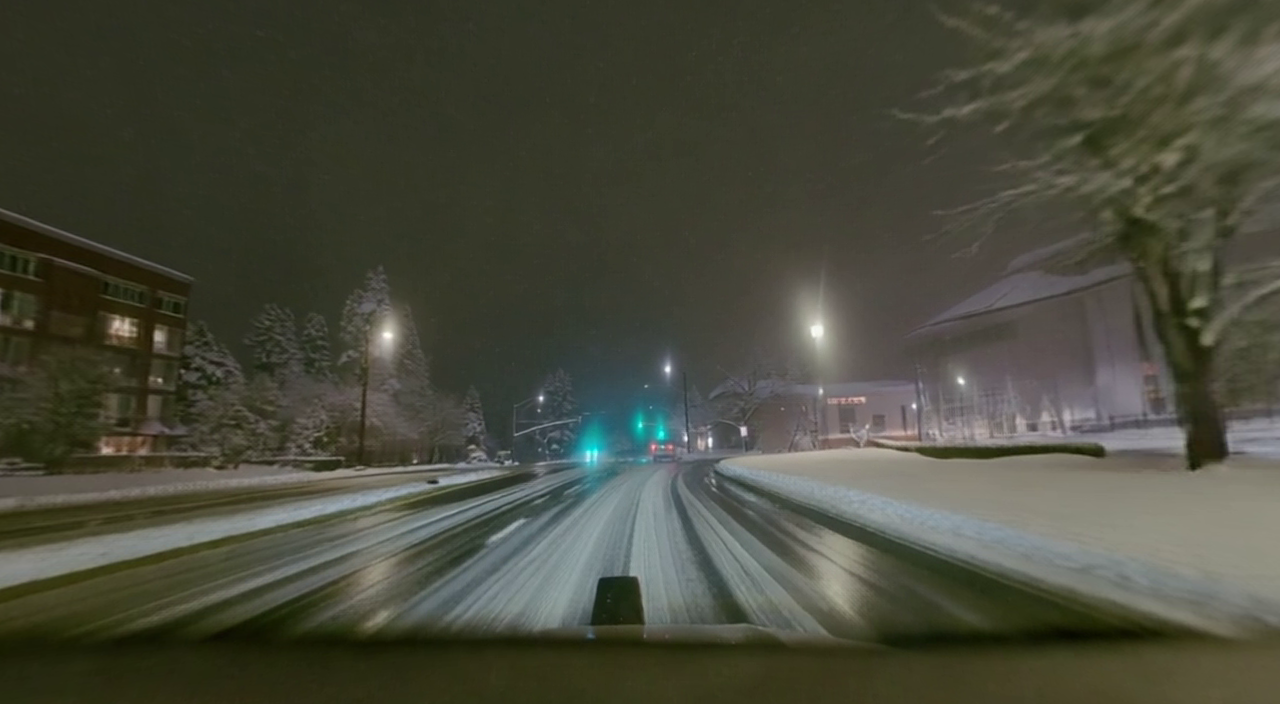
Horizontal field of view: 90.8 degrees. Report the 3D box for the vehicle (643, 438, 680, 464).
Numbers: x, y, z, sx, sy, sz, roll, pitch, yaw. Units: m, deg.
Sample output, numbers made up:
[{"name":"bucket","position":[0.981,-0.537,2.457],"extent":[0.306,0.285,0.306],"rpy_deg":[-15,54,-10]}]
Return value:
[{"name":"vehicle","position":[1.601,7.108,45.394],"extent":[2.370,1.781,4.440],"rpy_deg":[-1,-9,6]}]
